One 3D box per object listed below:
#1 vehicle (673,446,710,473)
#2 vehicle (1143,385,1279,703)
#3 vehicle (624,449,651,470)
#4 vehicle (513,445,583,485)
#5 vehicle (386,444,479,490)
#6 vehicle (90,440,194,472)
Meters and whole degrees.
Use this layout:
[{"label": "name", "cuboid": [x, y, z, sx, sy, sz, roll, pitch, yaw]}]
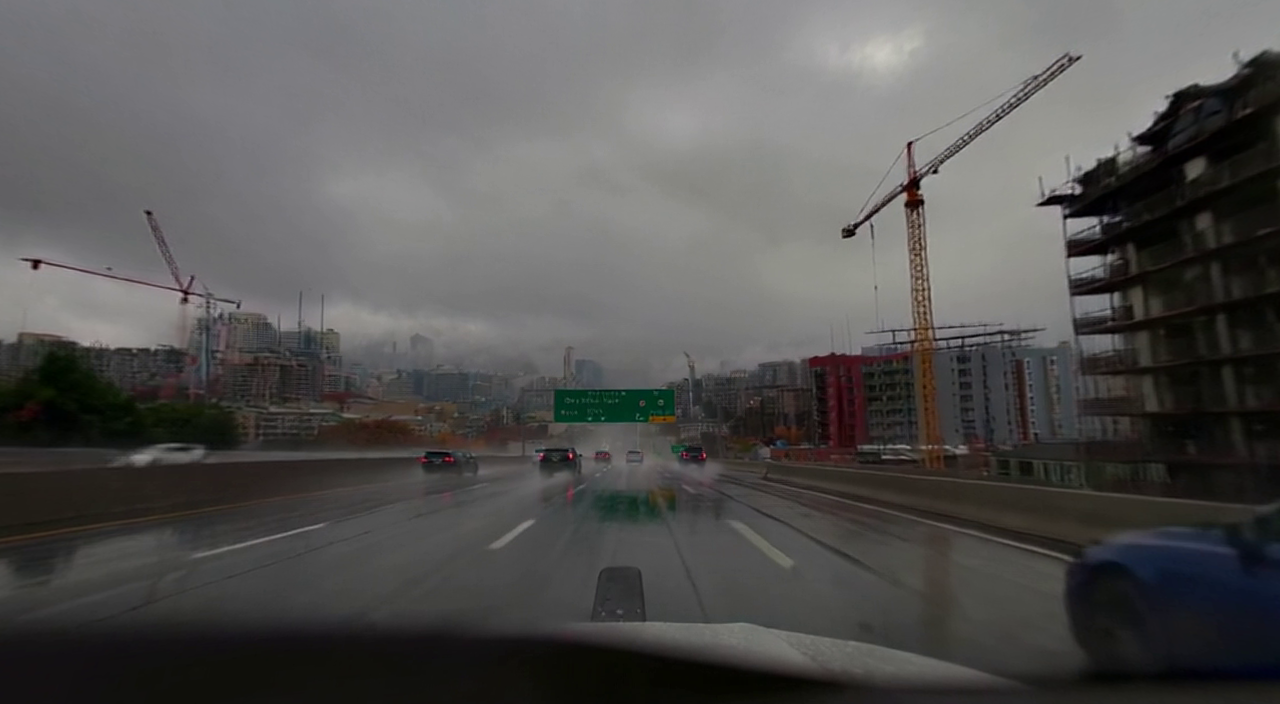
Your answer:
[{"label": "vehicle", "cuboid": [3.249, 6.939, 40.933, 1.978, 1.602, 4.092, 0, -8, -1]}, {"label": "vehicle", "cuboid": [3.234, 0.611, 0.468, 1.995, 1.486, 4.463, 0, -8, -1]}, {"label": "vehicle", "cuboid": [-0.159, 8.317, 49.143, 2.019, 1.472, 3.971, 0, -8, 0]}, {"label": "vehicle", "cuboid": [-3.663, 4.587, 26.032, 2.136, 1.512, 4.488, 0, -8, 1]}, {"label": "vehicle", "cuboid": [-7.529, 4.178, 23.401, 1.951, 1.528, 4.209, 0, -8, 1]}, {"label": "vehicle", "cuboid": [-27.998, 5.825, 35.761, 2.091, 1.656, 4.670, 0, -8, 0]}]
